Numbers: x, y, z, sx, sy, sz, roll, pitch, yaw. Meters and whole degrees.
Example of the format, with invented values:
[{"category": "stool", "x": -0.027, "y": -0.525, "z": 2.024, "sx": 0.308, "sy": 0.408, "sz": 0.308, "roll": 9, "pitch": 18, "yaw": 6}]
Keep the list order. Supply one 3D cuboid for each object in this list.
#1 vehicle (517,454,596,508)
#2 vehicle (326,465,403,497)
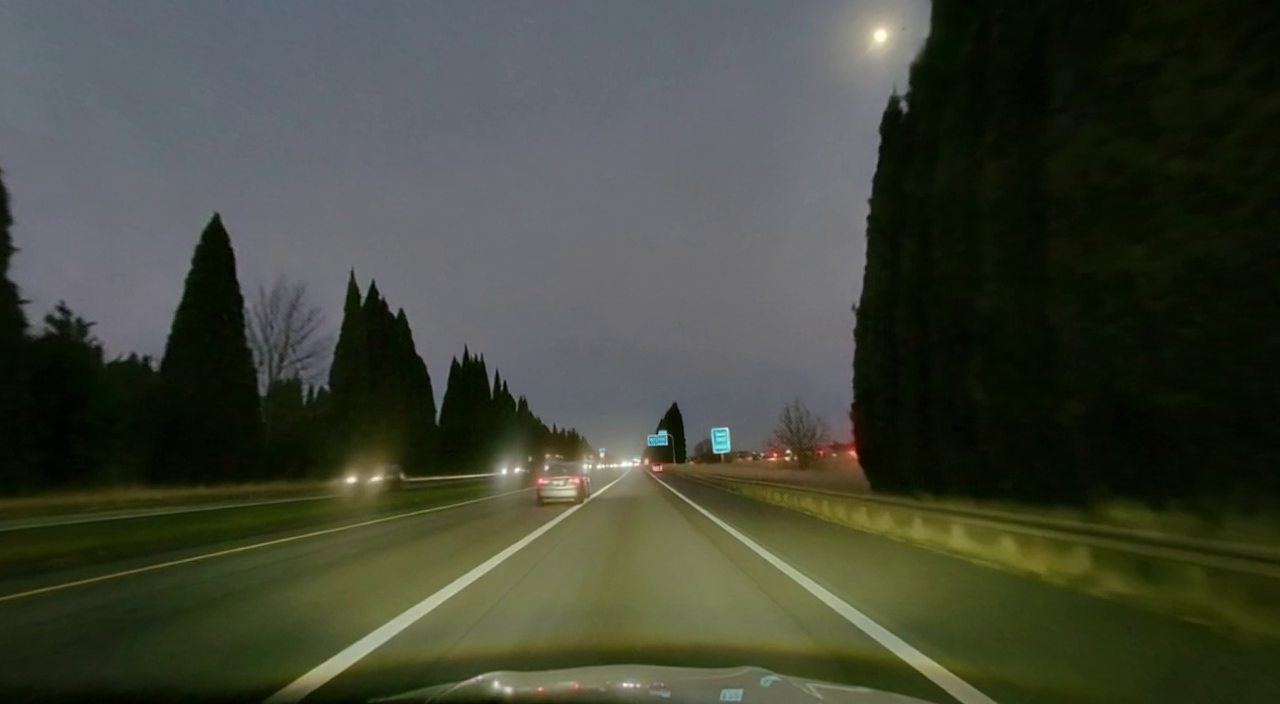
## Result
[{"category": "vehicle", "x": -2.800, "y": 4.459, "z": 22.053, "sx": 2.104, "sy": 1.655, "sz": 4.039, "roll": 0, "pitch": -10, "yaw": 1}, {"category": "vehicle", "x": -13.431, "y": 6.323, "z": 31.039, "sx": 1.855, "sy": 1.422, "sz": 4.377, "roll": 1, "pitch": -10, "yaw": -1}]
